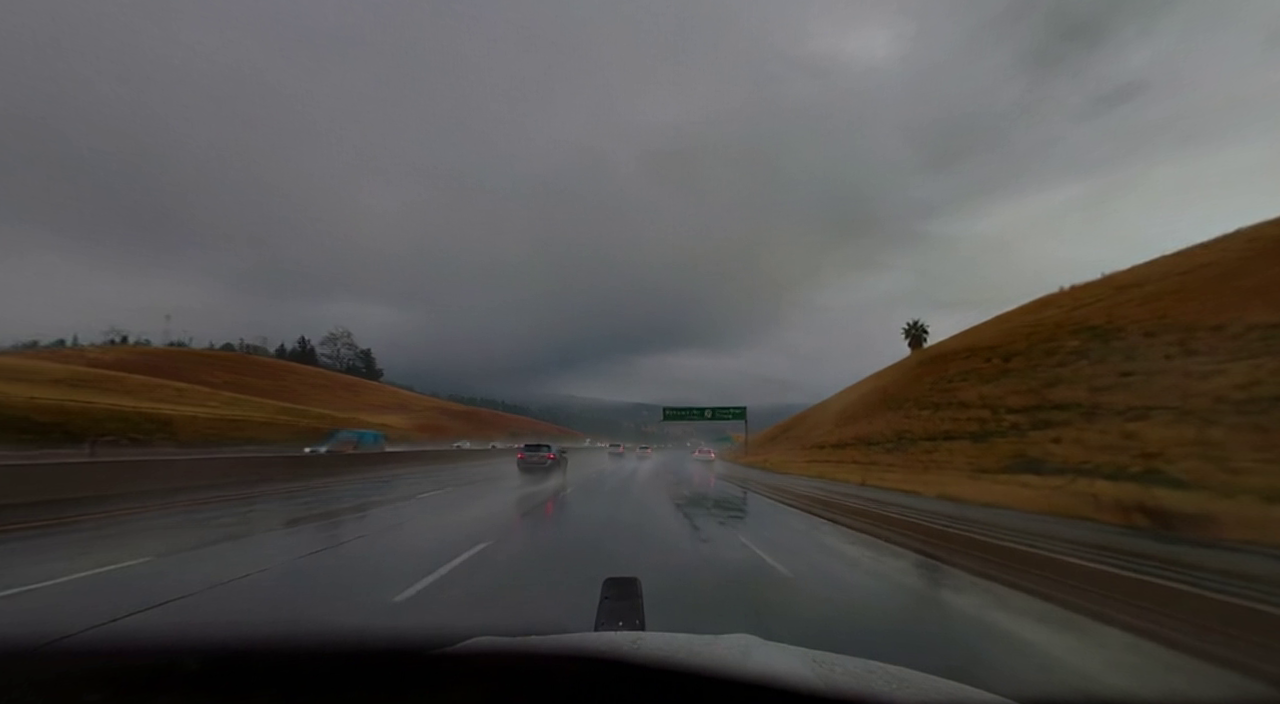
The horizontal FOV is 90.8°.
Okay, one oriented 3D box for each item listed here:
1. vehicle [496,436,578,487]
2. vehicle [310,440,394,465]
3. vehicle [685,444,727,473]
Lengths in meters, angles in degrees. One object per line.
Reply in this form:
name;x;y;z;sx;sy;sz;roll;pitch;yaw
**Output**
vehicle;-3.659;4.004;23.438;2.166;1.700;4.661;0;-8;1
vehicle;-21.372;7.496;47.379;2.776;1.771;6.840;-1;-8;3
vehicle;4.263;6.937;41.341;2.164;1.788;4.500;0;-8;-1
